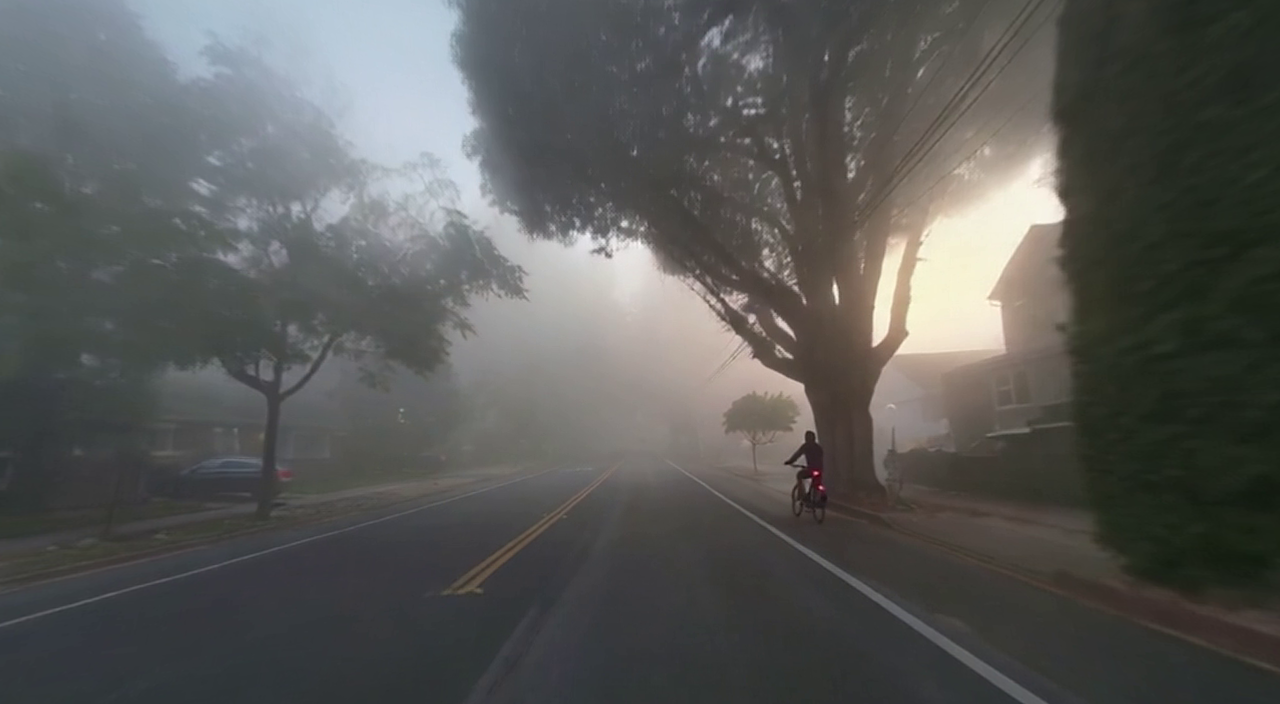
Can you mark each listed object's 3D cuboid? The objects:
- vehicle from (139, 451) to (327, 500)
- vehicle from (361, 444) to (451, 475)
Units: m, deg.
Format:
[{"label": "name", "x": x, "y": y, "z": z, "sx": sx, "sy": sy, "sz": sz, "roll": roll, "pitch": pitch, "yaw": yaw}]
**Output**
[{"label": "vehicle", "x": -13.037, "y": 3.957, "z": 20.479, "sx": 4.717, "sy": 1.465, "sz": 1.887, "roll": 0, "pitch": -9, "yaw": -3}, {"label": "vehicle", "x": -13.923, "y": 6.398, "z": 37.745, "sx": 4.587, "sy": 1.722, "sz": 1.906, "roll": 0, "pitch": -9, "yaw": -1}]
